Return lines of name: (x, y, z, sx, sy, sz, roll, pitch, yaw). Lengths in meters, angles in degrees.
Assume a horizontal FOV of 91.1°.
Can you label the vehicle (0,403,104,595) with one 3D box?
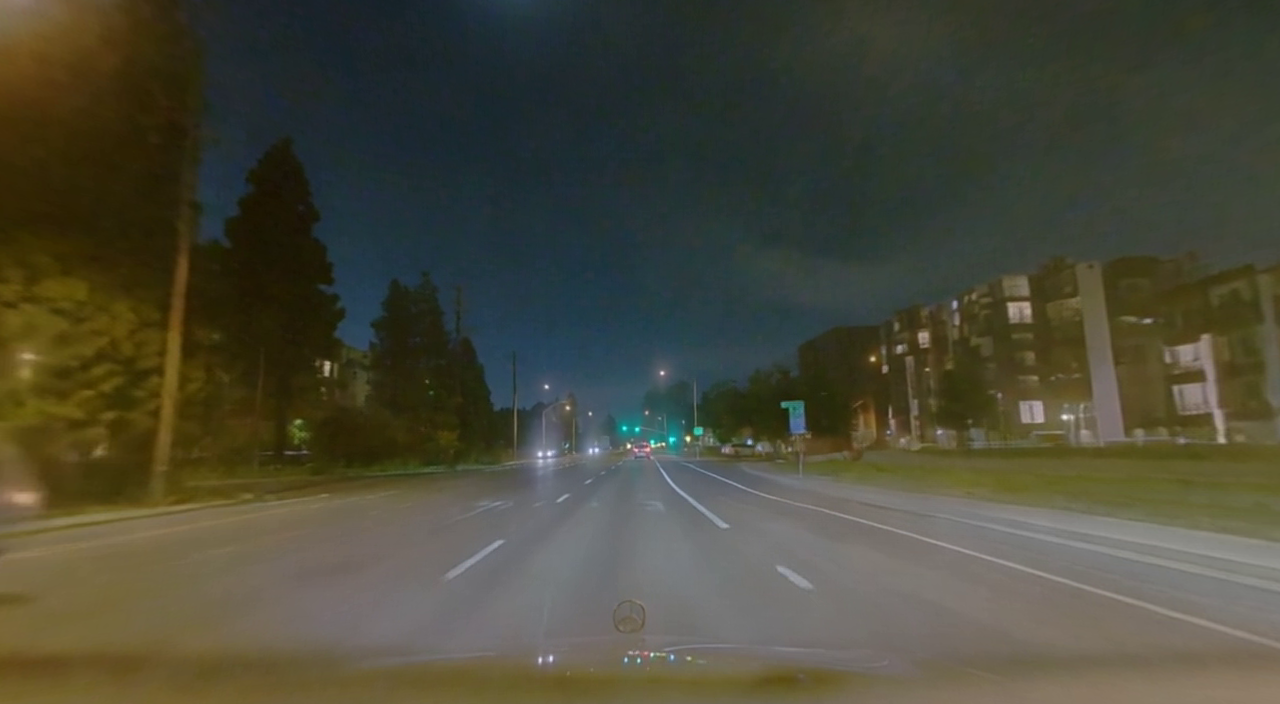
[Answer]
vehicle: (-7.523, 1.260, 4.529, 2.325, 1.877, 5.690, -3, -9, 0)
